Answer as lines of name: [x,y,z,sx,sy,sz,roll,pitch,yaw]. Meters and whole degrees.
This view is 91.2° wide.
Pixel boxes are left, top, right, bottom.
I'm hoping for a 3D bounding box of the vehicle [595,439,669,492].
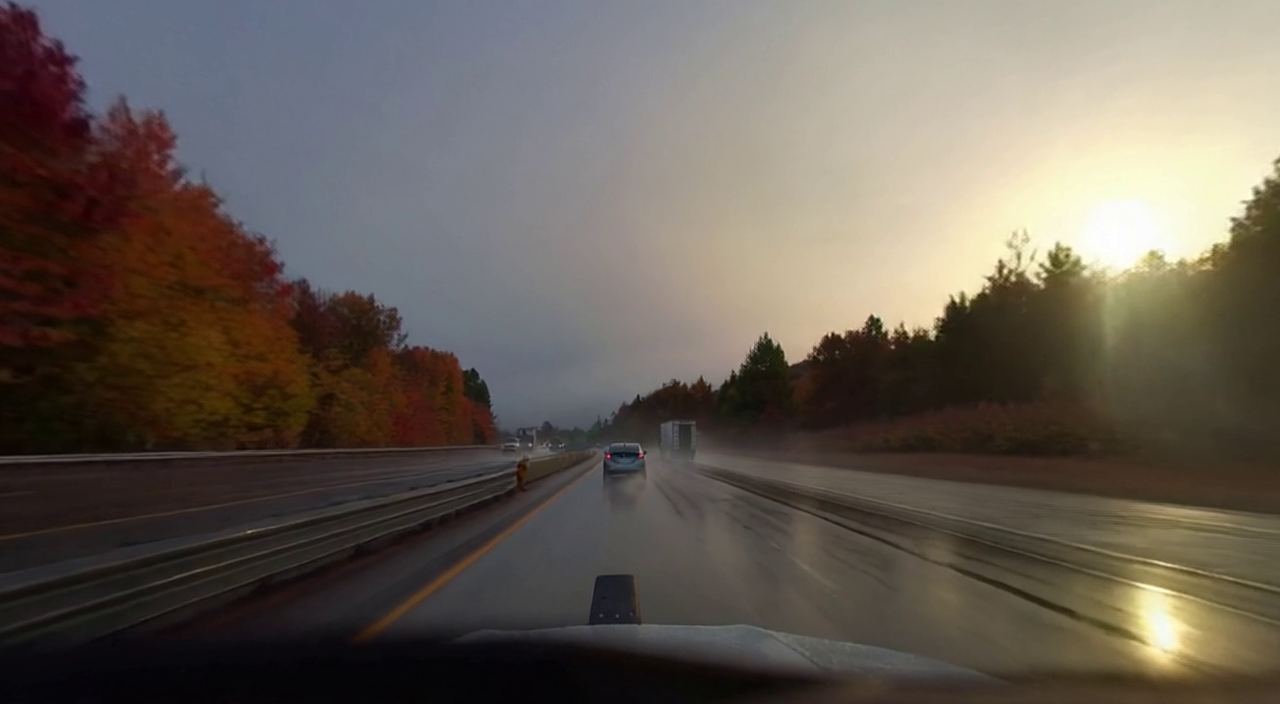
vehicle: [-0.277,3.554,19.955,2.099,1.506,4.097,0,-9,-1]
